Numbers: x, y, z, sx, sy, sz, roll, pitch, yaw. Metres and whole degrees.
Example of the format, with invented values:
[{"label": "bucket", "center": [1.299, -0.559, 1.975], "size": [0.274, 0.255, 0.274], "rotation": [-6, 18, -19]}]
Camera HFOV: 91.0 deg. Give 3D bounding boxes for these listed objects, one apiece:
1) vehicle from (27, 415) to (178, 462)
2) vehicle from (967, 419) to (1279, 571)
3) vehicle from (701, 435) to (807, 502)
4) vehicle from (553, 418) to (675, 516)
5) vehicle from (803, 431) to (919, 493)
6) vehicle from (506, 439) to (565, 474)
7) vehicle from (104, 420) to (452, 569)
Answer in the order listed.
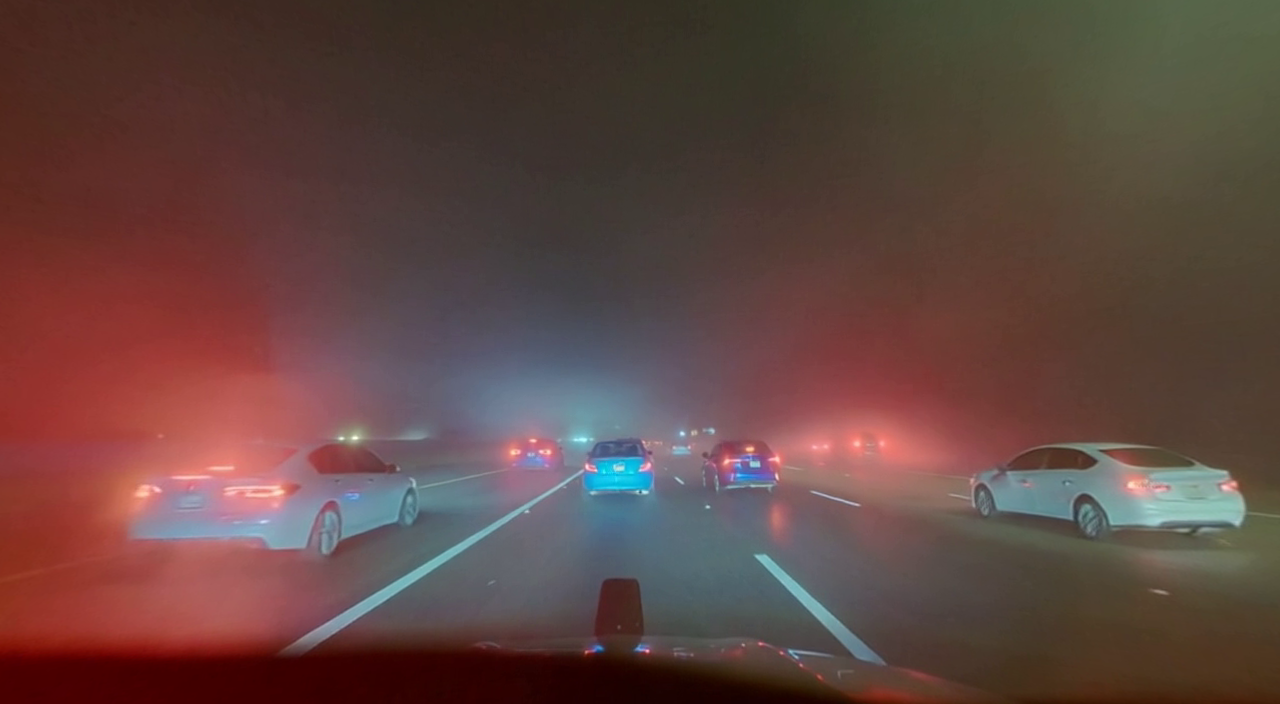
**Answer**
[{"label": "vehicle", "center": [-22.832, 3.738, 27.092], "size": [2.132, 1.811, 4.901], "rotation": [0, -9, -1]}, {"label": "vehicle", "center": [7.196, 1.931, 9.293], "size": [2.106, 1.641, 4.671], "rotation": [1, -9, -2]}, {"label": "vehicle", "center": [2.855, 3.045, 16.820], "size": [1.975, 1.532, 4.227], "rotation": [1, -9, -1]}, {"label": "vehicle", "center": [-0.475, 2.362, 13.334], "size": [2.181, 1.728, 3.970], "rotation": [0, -9, 0]}, {"label": "vehicle", "center": [6.851, 3.458, 20.132], "size": [2.022, 1.735, 4.400], "rotation": [1, -9, -1]}, {"label": "vehicle", "center": [-4.983, 5.088, 30.837], "size": [2.071, 1.537, 4.912], "rotation": [0, -9, 0]}, {"label": "vehicle", "center": [-4.504, 1.851, 9.072], "size": [1.971, 1.505, 5.035], "rotation": [0, -9, 1]}]
